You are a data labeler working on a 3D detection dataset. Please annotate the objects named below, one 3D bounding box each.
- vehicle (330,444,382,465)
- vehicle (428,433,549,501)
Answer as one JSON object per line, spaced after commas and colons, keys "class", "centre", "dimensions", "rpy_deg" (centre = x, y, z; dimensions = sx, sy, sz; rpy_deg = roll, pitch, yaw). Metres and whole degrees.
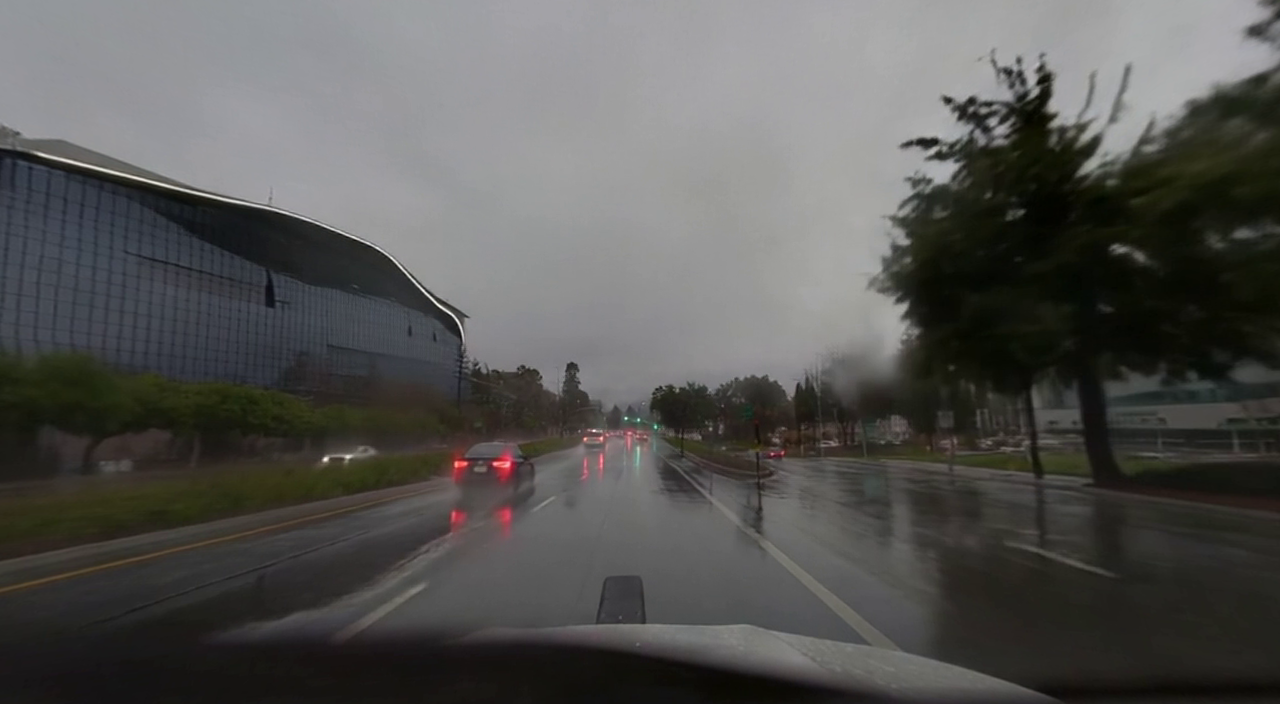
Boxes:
{"class": "vehicle", "centre": [-19.568, 7.083, 43.684], "dimensions": [1.743, 1.374, 3.875], "rpy_deg": [0, -8, 0]}
{"class": "vehicle", "centre": [-3.747, 2.943, 16.627], "dimensions": [1.984, 1.521, 4.682], "rpy_deg": [0, -8, 1]}
